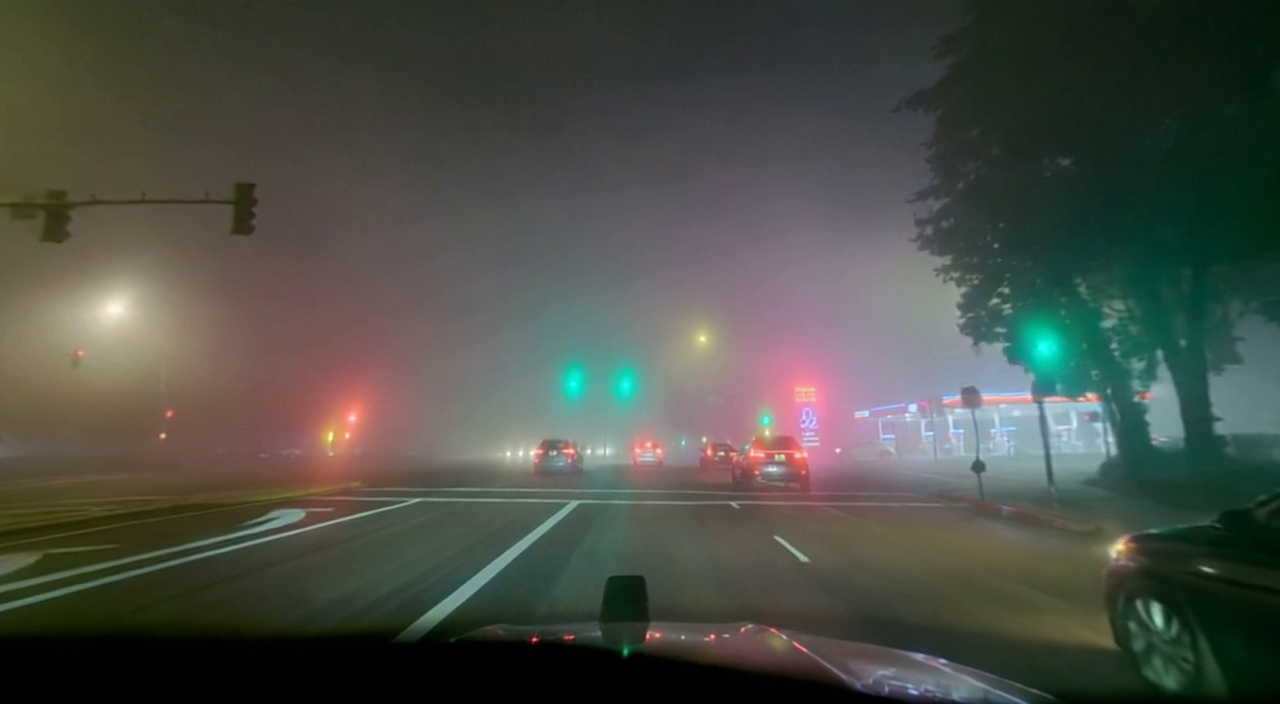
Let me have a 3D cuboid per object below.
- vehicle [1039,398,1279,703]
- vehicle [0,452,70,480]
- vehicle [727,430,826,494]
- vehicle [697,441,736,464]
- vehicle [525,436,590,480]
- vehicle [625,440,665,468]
[{"bbox_3d":[3.624,0.803,1.626,2.038,1.499,4.868,0,-8,1],"label":"vehicle"},{"bbox_3d":[-34.211,6.179,34.208,4.652,1.453,1.945,0,-8,0],"label":"vehicle"},{"bbox_3d":[3.979,3.276,19.139,2.022,1.683,4.171,0,-8,-1],"label":"vehicle"},{"bbox_3d":[5.113,6.796,42.743,2.174,1.462,4.400,0,-8,1],"label":"vehicle"},{"bbox_3d":[-3.209,4.214,25.388,2.023,1.607,4.086,0,-8,1],"label":"vehicle"},{"bbox_3d":[0.260,5.760,35.953,2.104,1.477,4.591,0,-8,0],"label":"vehicle"}]
